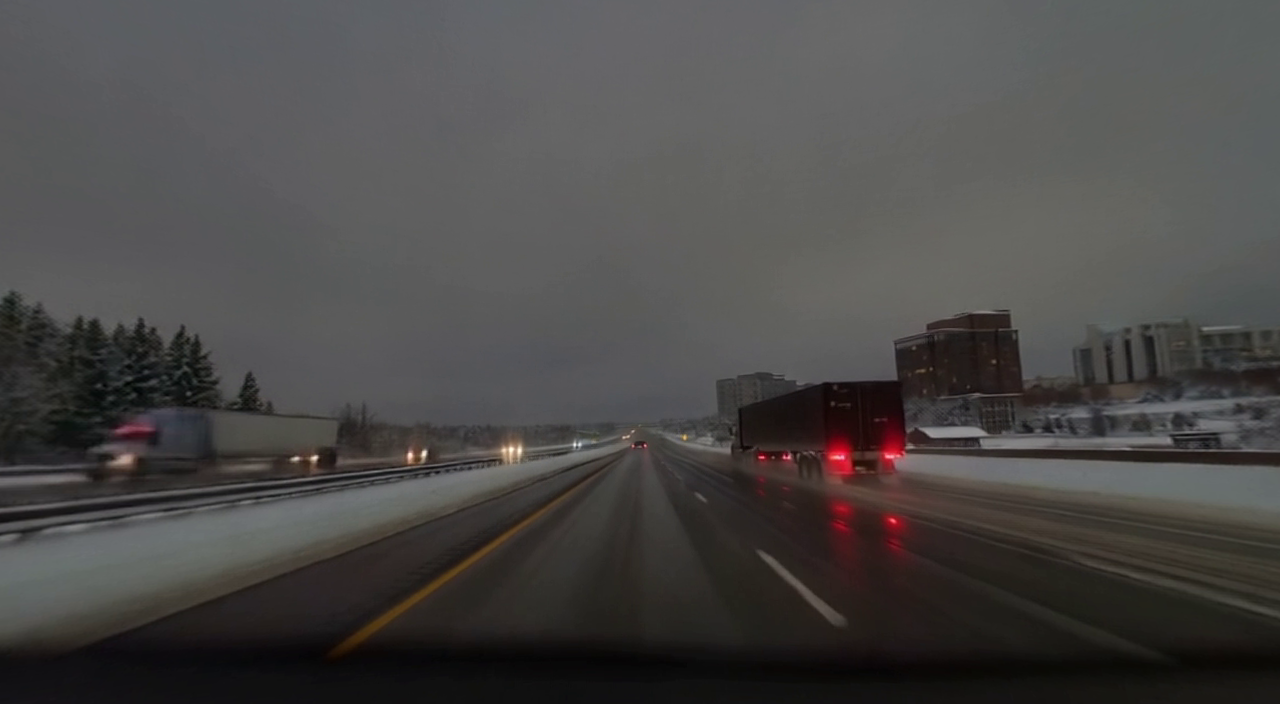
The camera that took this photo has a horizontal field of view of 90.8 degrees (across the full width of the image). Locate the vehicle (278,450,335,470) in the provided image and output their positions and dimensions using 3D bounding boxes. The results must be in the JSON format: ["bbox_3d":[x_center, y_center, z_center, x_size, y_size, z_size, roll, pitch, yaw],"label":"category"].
[{"bbox_3d":[-25.310,8.209,48.104,1.925,1.440,4.339,0,-8,1],"label":"vehicle"}]

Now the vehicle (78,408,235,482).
[{"bbox_3d":[-29.111,5.668,38.664,3.031,4.002,8.091,0,-8,0],"label":"vehicle"}]

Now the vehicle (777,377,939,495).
[{"bbox_3d":[6.810,2.856,21.248,2.793,3.204,7.997,0,-8,2],"label":"vehicle"}]
